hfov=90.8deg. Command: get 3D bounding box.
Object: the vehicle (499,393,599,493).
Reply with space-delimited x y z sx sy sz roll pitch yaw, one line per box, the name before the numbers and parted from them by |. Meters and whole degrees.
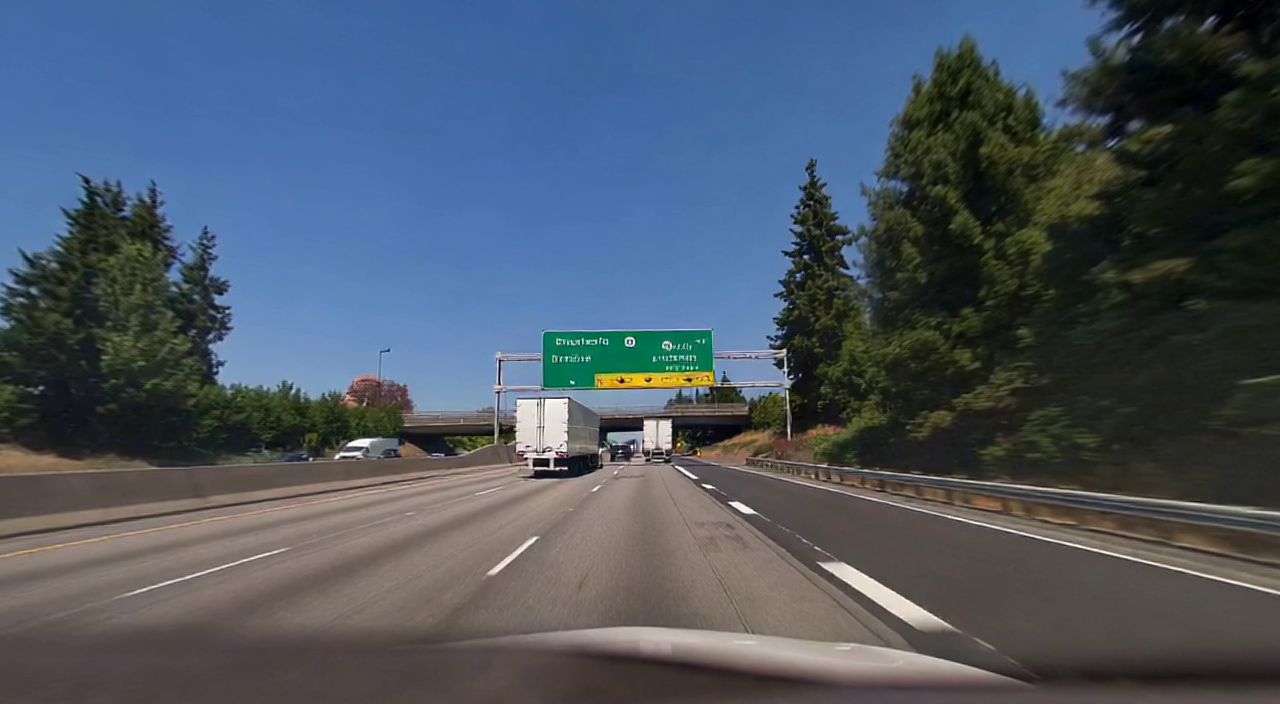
vehicle | -3.229 3.559 24.402 2.696 3.266 7.062 0 -9 1
